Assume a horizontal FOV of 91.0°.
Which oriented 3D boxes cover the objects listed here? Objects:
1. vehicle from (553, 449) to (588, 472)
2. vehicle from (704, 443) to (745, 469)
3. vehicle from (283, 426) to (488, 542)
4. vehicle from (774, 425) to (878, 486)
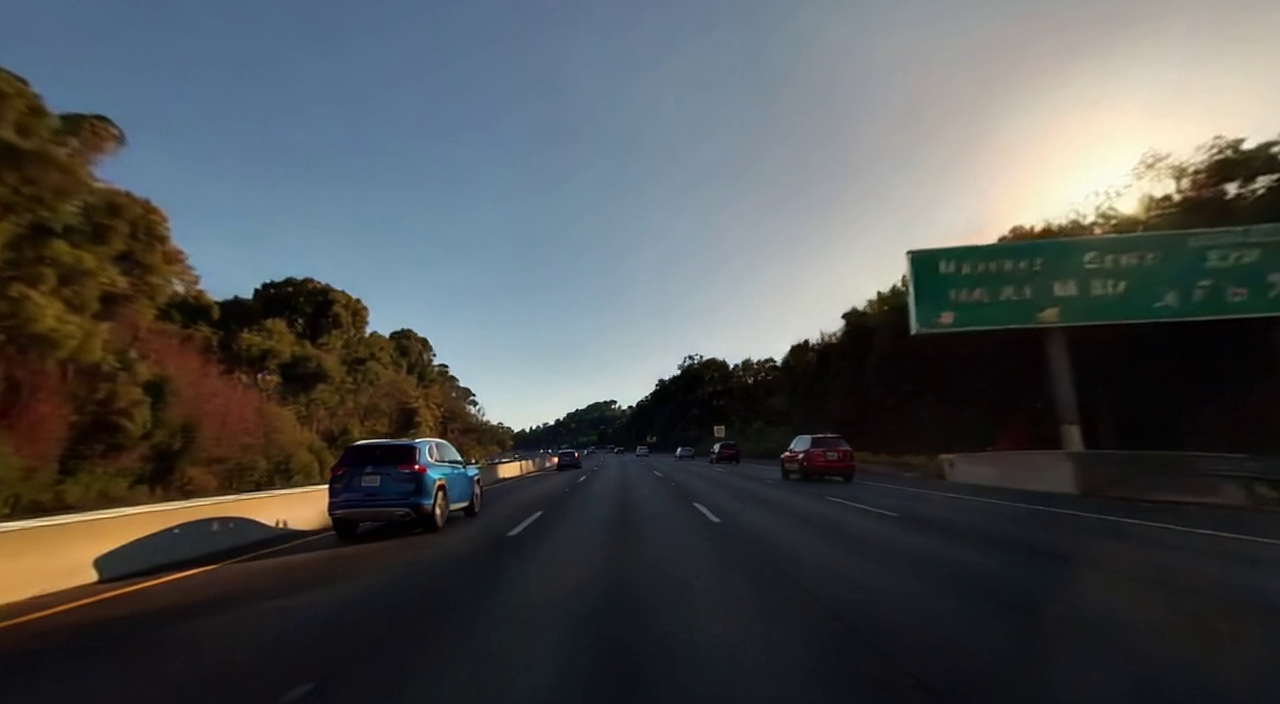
[{"bbox_3d":[-4.680,7.362,42.973,2.009,1.488,4.289,0,-9,-2],"label":"vehicle"},{"bbox_3d":[5.963,7.410,45.041,2.107,1.732,4.527,0,-9,-3],"label":"vehicle"},{"bbox_3d":[-4.410,2.350,11.826,2.079,1.745,4.281,0,-9,-1],"label":"vehicle"},{"bbox_3d":[7.010,4.011,24.488,2.378,2.096,5.119,0,-9,-1],"label":"vehicle"}]
